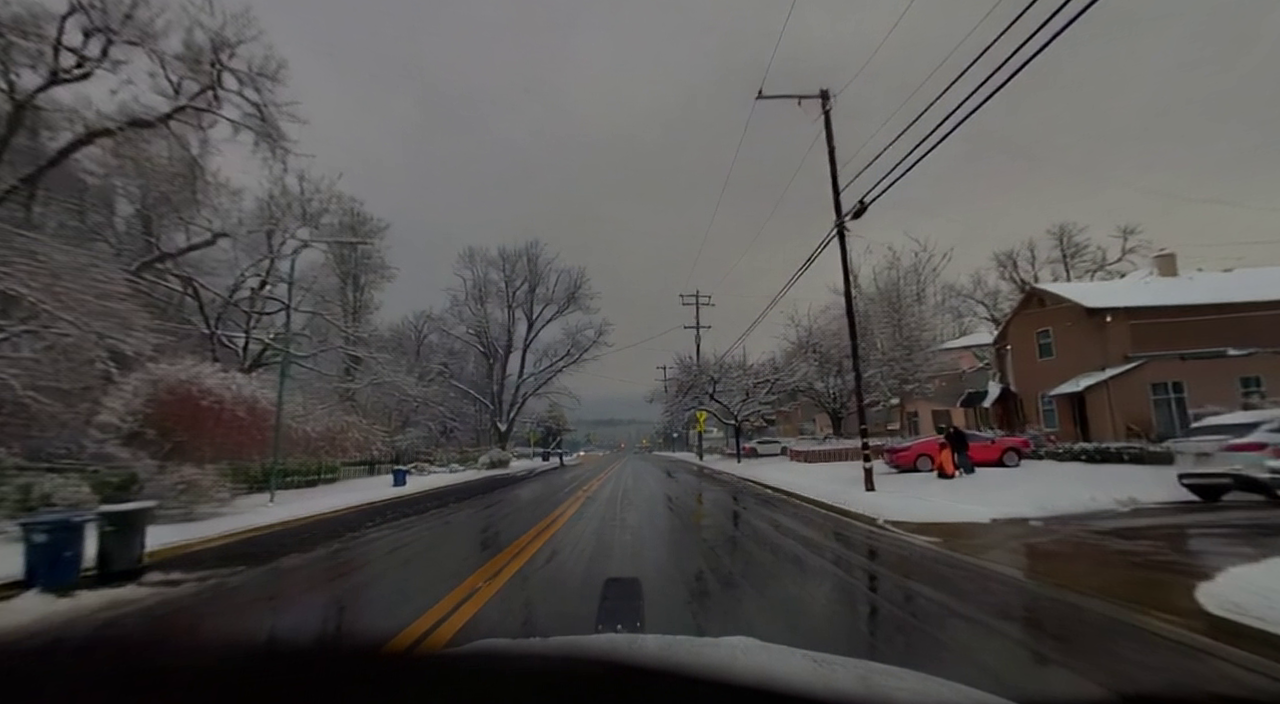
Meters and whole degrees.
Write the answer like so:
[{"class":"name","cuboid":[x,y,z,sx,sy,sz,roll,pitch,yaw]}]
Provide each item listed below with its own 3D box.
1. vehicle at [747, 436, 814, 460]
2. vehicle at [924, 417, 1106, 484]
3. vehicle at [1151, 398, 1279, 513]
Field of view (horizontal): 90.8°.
[{"class":"vehicle","cuboid":[11.074,7.608,49.943,4.750,1.658,1.902,-2,-10,0]},{"class":"vehicle","cuboid":[10.581,2.803,18.051,3.933,1.645,1.832,-2,-9,-2]},{"class":"vehicle","cuboid":[11.091,1.649,10.248,3.873,1.675,1.913,0,-9,-1]}]
